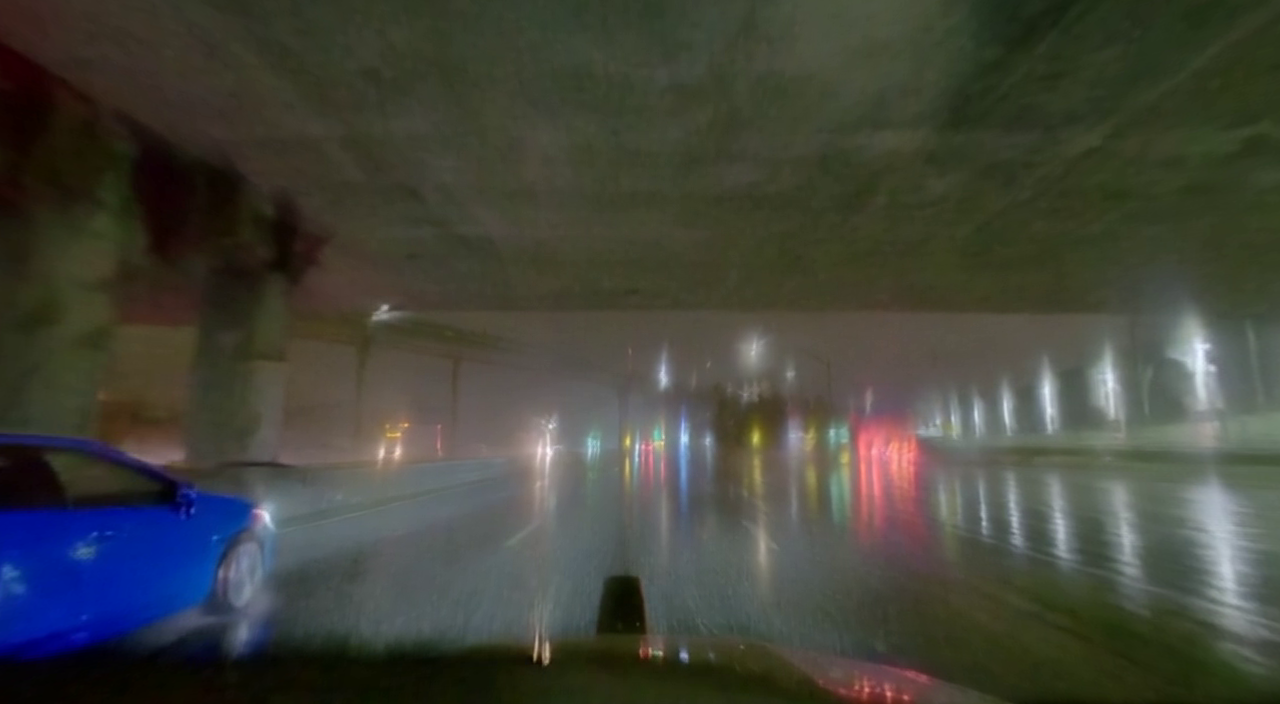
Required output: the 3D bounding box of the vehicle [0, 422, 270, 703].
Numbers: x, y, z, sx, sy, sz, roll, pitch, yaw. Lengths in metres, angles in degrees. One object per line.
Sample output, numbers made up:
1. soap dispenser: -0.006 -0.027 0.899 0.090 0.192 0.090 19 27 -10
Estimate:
1. vehicle: -3.952 1.041 2.756 2.044 1.478 4.114 0 -9 2
